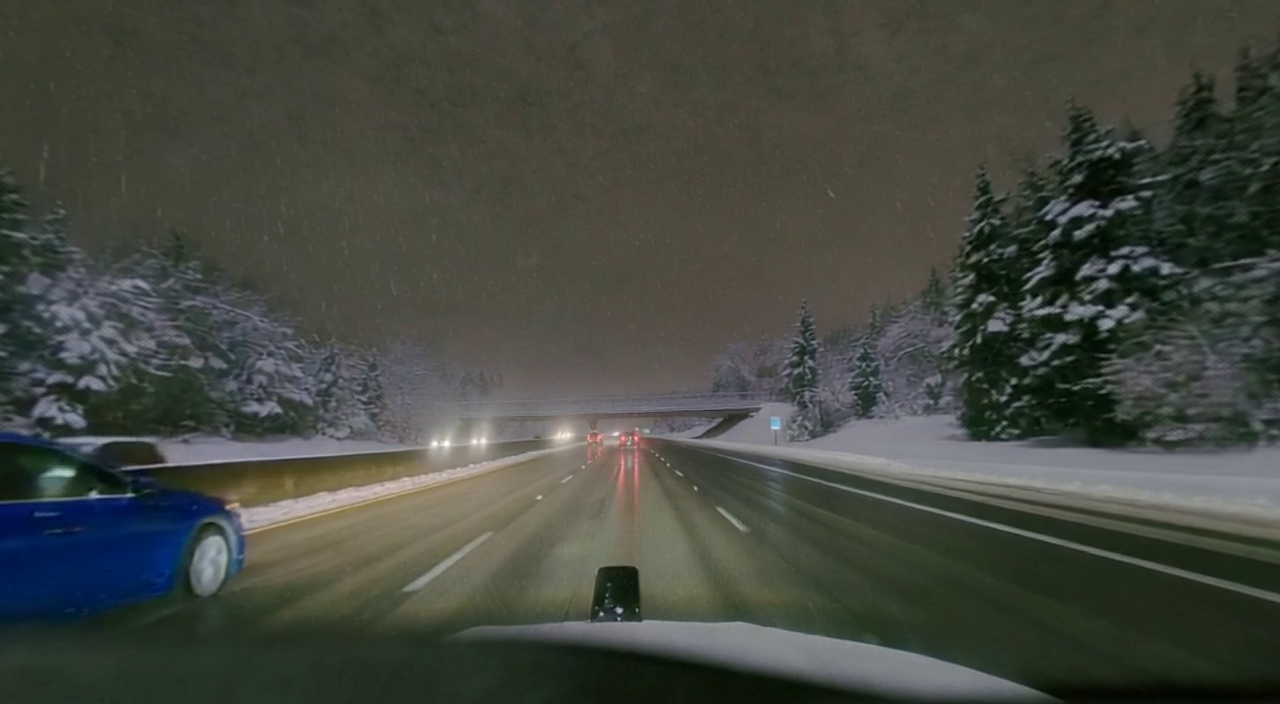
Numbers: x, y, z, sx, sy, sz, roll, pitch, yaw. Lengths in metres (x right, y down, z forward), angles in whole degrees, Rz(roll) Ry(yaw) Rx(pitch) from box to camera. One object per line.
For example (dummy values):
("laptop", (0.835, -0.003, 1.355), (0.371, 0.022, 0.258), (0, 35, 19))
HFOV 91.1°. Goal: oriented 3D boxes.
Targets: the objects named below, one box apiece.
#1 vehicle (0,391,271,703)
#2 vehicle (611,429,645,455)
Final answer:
("vehicle", (-4.084, 0.954, 2.943), (2.017, 1.537, 4.496), (0, -8, -1))
("vehicle", (-0.797, 5.987, 41.853), (2.116, 1.625, 4.004), (0, -8, -1))
